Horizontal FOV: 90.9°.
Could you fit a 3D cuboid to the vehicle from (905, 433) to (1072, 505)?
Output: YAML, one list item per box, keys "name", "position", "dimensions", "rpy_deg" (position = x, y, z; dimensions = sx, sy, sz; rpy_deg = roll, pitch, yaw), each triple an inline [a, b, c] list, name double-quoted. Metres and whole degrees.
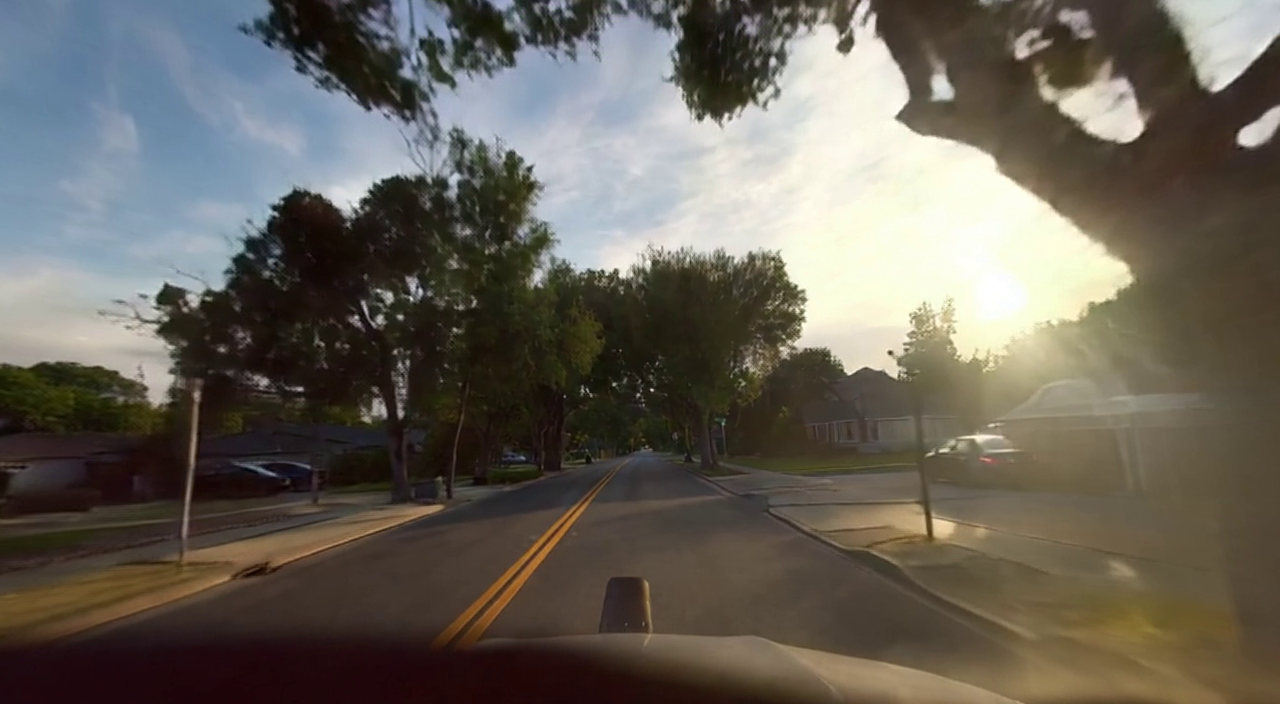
- name: "vehicle"
  position: [8.674, 2.873, 16.190]
  dimensions: [1.806, 1.496, 4.164]
  rpy_deg: [0, -6, -2]

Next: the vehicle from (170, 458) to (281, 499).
- name: "vehicle"
  position: [-17.839, 5.422, 27.376]
  dimensions: [1.903, 1.500, 4.214]
  rpy_deg: [0, -8, 1]

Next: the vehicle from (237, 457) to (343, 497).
- name: "vehicle"
  position: [-14.986, 5.336, 27.313]
  dimensions: [1.830, 1.495, 4.641]
  rpy_deg: [0, -8, 1]
